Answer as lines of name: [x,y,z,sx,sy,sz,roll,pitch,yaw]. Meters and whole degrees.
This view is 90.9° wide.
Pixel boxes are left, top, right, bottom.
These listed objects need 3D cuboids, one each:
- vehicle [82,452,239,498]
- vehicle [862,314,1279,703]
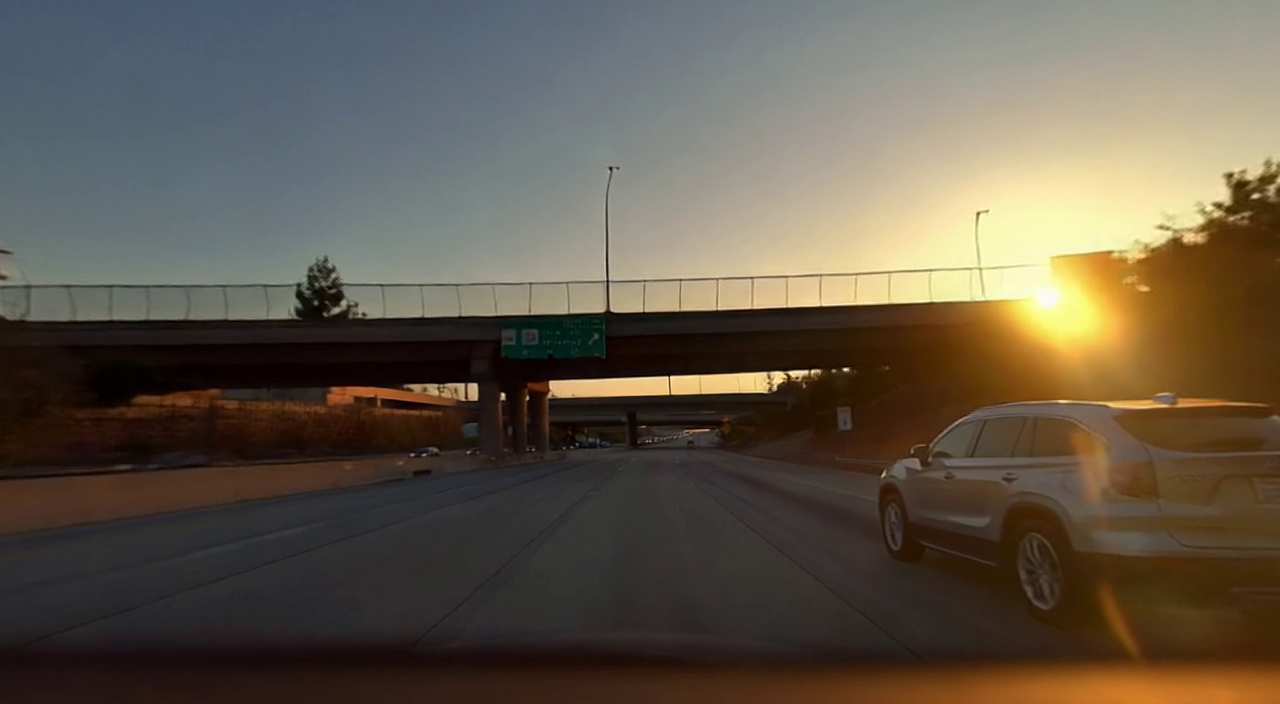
vehicle: [-17.565,4.487,23.467,1.979,1.476,4.794,-1,-8,2]
vehicle: [3.466,1.034,4.645,2.019,1.732,4.579,0,-8,1]
